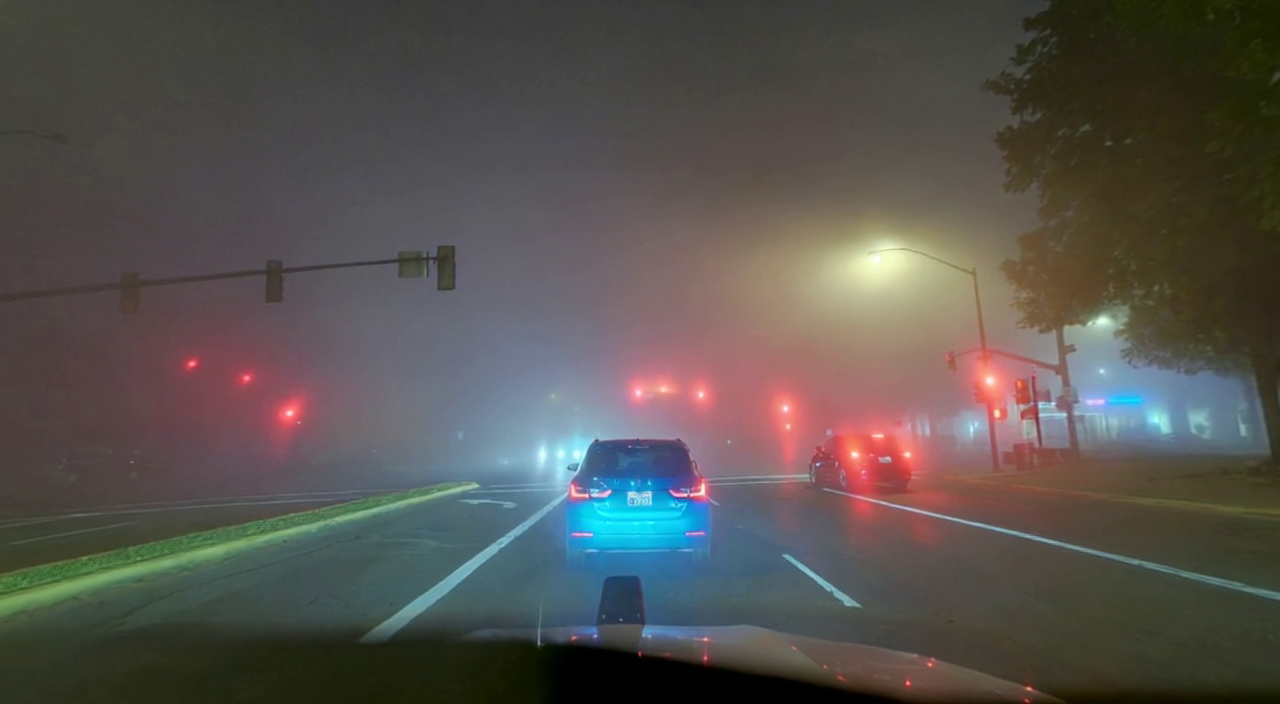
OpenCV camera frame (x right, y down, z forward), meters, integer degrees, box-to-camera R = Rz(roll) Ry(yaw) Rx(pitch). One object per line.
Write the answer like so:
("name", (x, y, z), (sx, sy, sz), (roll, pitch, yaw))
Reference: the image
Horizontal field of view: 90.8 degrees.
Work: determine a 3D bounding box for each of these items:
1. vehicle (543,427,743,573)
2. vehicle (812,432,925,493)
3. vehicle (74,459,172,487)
("vehicle", (-0.022, 1.848, 8.725), (2.070, 1.488, 4.206), (0, -8, -2))
("vehicle", (7.061, 3.442, 20.066), (2.039, 1.692, 4.319), (0, -8, 1))
("vehicle", (-32.378, 7.548, 39.655), (4.401, 1.625, 1.863), (0, -8, -4))
